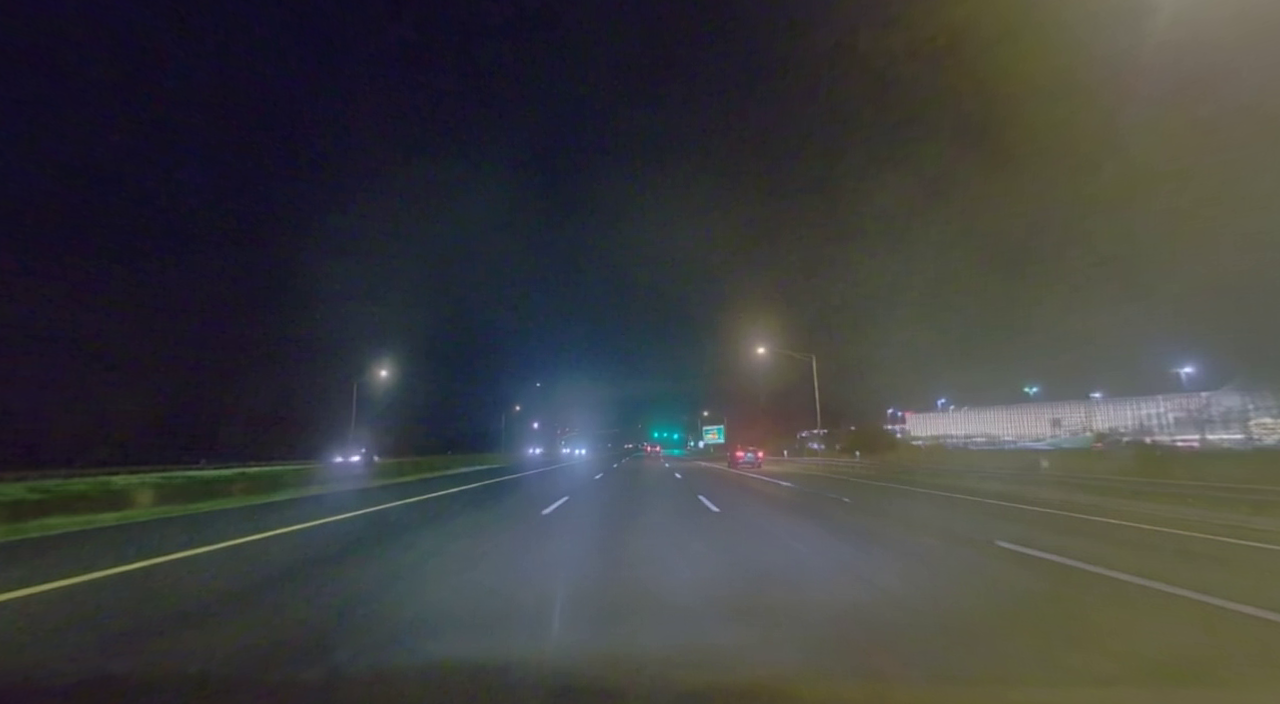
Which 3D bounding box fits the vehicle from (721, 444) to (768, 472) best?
[{"bbox_3d":[6.320,6.469,38.659,2.085,1.594,4.848,0,-9,0],"label":"vehicle"}]
